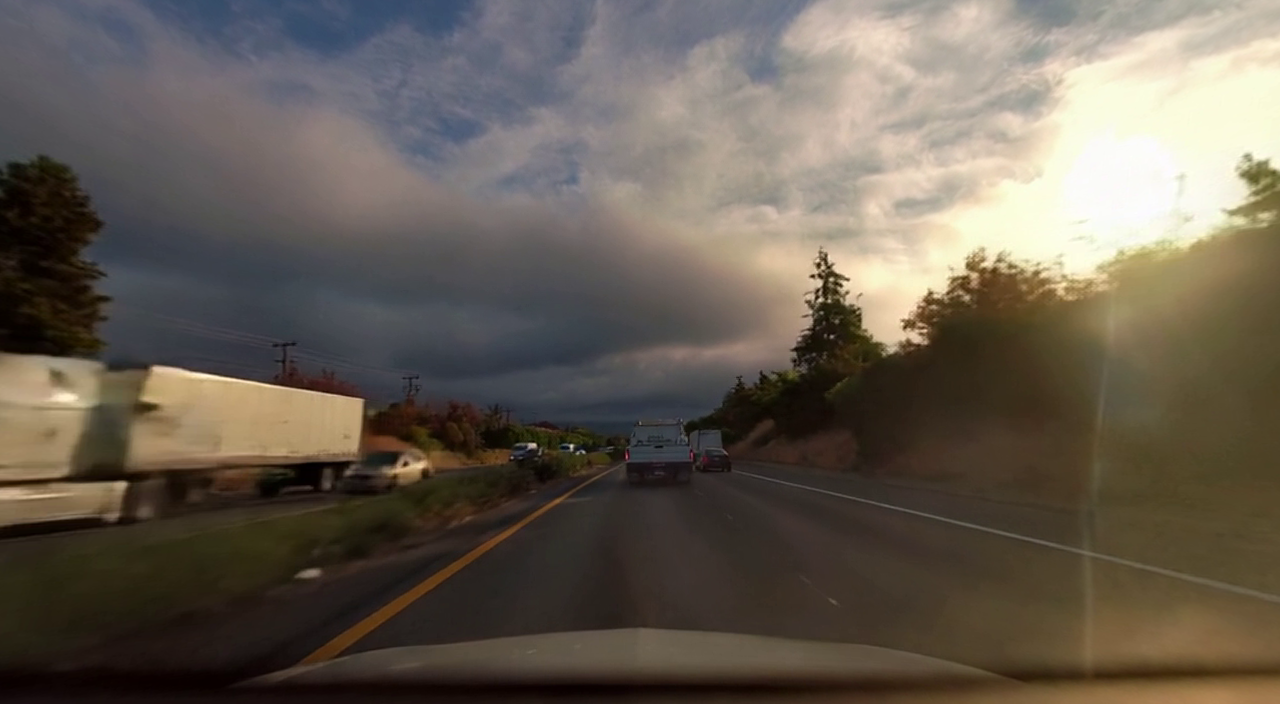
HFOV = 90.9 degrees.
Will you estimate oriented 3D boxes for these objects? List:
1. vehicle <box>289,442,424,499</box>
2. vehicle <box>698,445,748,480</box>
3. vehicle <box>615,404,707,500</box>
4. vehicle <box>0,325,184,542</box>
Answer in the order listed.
[{"bbox_3d":[-8.860,3.730,20.272,2.051,1.586,4.739,0,-9,1],"label":"vehicle"},{"bbox_3d":[3.657,4.955,28.463,1.654,1.441,4.066,0,-9,-1],"label":"vehicle"},{"bbox_3d":[0.454,3.043,19.334,2.423,2.517,5.055,0,-9,-2],"label":"vehicle"},{"bbox_3d":[-13.288,1.729,13.081,3.018,3.955,5.802,0,-9,0],"label":"vehicle"}]
